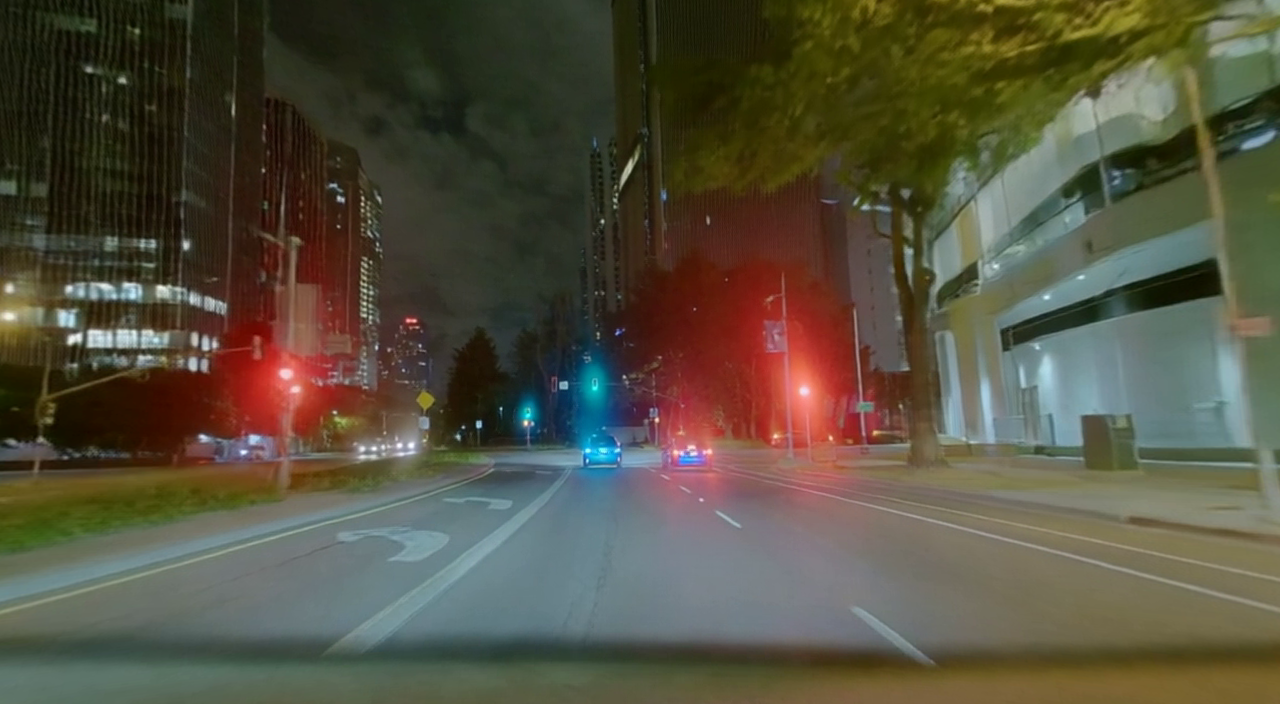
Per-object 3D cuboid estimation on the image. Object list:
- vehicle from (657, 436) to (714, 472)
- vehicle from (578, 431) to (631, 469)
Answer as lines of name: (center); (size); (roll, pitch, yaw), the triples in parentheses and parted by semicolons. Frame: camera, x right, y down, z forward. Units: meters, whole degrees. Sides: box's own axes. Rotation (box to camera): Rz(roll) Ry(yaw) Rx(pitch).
vehicle: (1.957, 4.609, 28.698); (1.918, 1.479, 4.468); (0, -9, -4)
vehicle: (-1.790, 4.735, 30.583); (2.317, 1.713, 4.231); (1, -9, -6)
